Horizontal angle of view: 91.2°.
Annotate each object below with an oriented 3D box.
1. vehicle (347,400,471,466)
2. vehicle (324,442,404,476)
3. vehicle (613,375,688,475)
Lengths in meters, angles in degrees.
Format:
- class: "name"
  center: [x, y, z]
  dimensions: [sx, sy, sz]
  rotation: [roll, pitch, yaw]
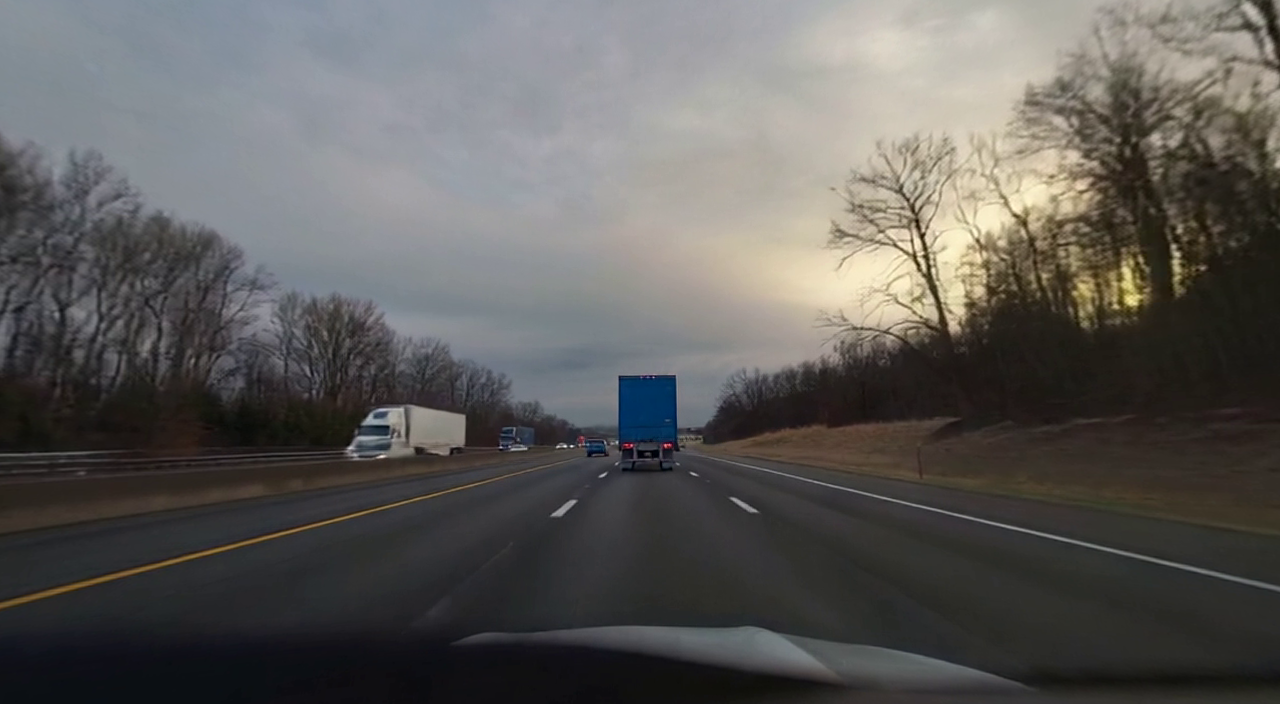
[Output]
- class: "vehicle"
  center: [-16.402, 6.149, 46.865]
  dimensions: [2.959, 4.021, 16.514]
  rotation: [0, -8, 0]
- class: "vehicle"
  center: [-13.010, 5.069, 29.913]
  dimensions: [1.843, 1.474, 4.277]
  rotation: [0, -8, 0]
- class: "vehicle"
  center: [0.449, 3.731, 30.802]
  dimensions: [3.010, 4.039, 10.481]
  rotation: [0, -8, 0]
